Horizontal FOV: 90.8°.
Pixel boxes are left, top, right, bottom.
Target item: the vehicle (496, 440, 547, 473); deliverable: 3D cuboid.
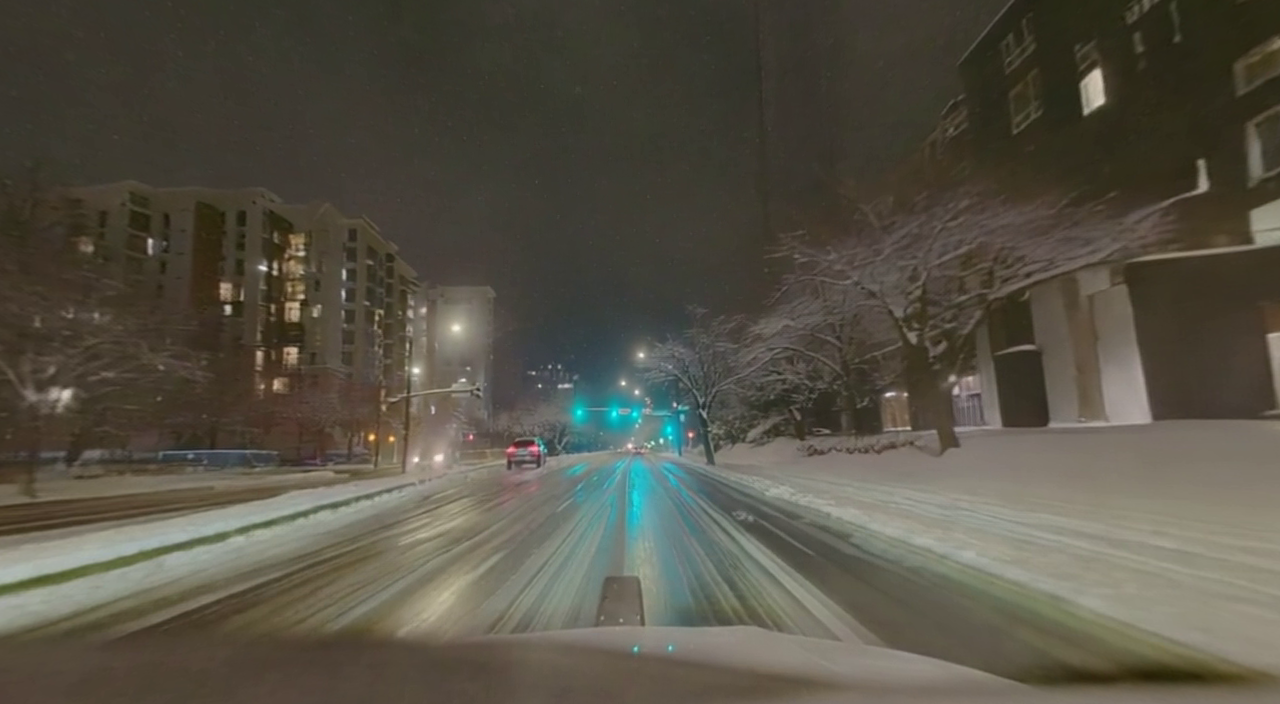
[{"bbox_3d":[-6.526,5.791,35.202,2.076,1.724,4.188,0,-9,-1],"label":"vehicle"}]
